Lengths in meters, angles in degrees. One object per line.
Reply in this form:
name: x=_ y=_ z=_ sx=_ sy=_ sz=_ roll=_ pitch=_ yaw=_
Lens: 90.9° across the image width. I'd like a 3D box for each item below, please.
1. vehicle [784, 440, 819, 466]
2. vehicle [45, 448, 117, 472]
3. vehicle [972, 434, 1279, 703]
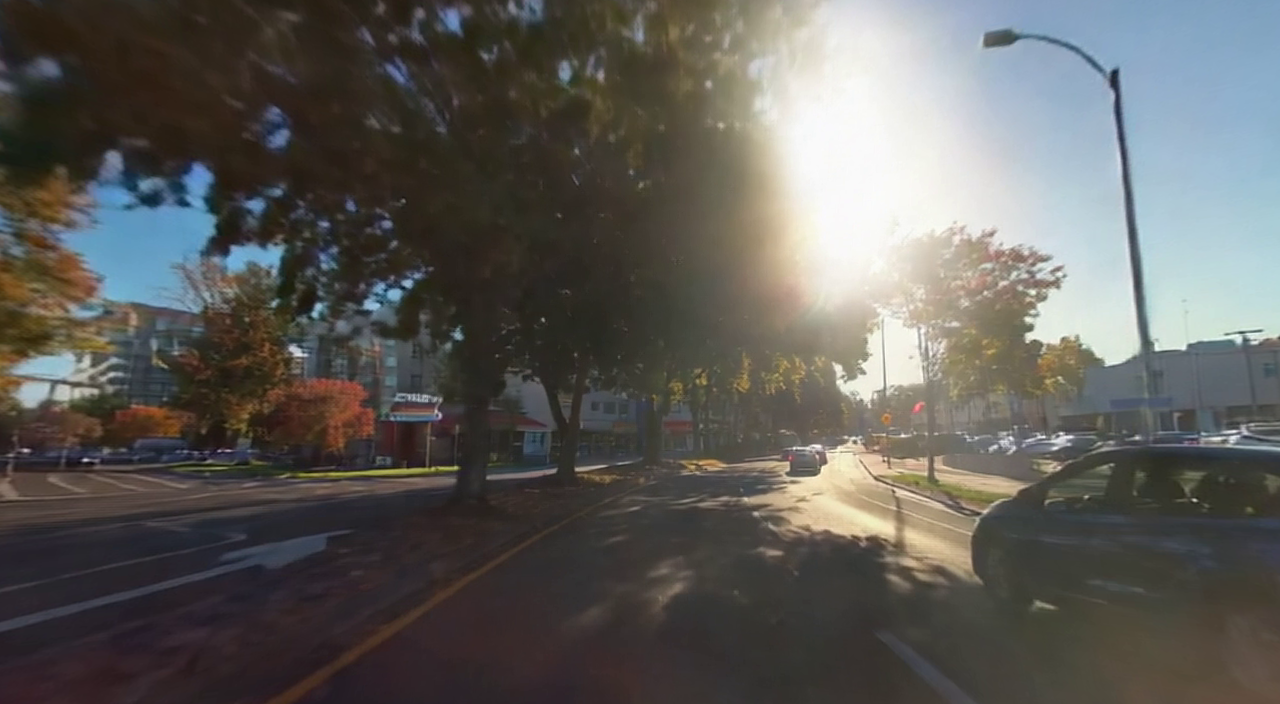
vehicle: x=11.815 y=7.339 z=45.885 sx=2.311 sy=1.715 sz=4.287 roll=-2 pitch=-9 yaw=16
vehicle: x=-36.284 y=6.994 z=41.039 sx=1.779 sy=1.458 sz=4.279 roll=3 pitch=-9 yaw=-16
vehicle: x=4.353 y=1.302 z=4.131 sx=1.938 sy=1.466 sz=4.434 roll=0 pitch=-9 yaw=0
